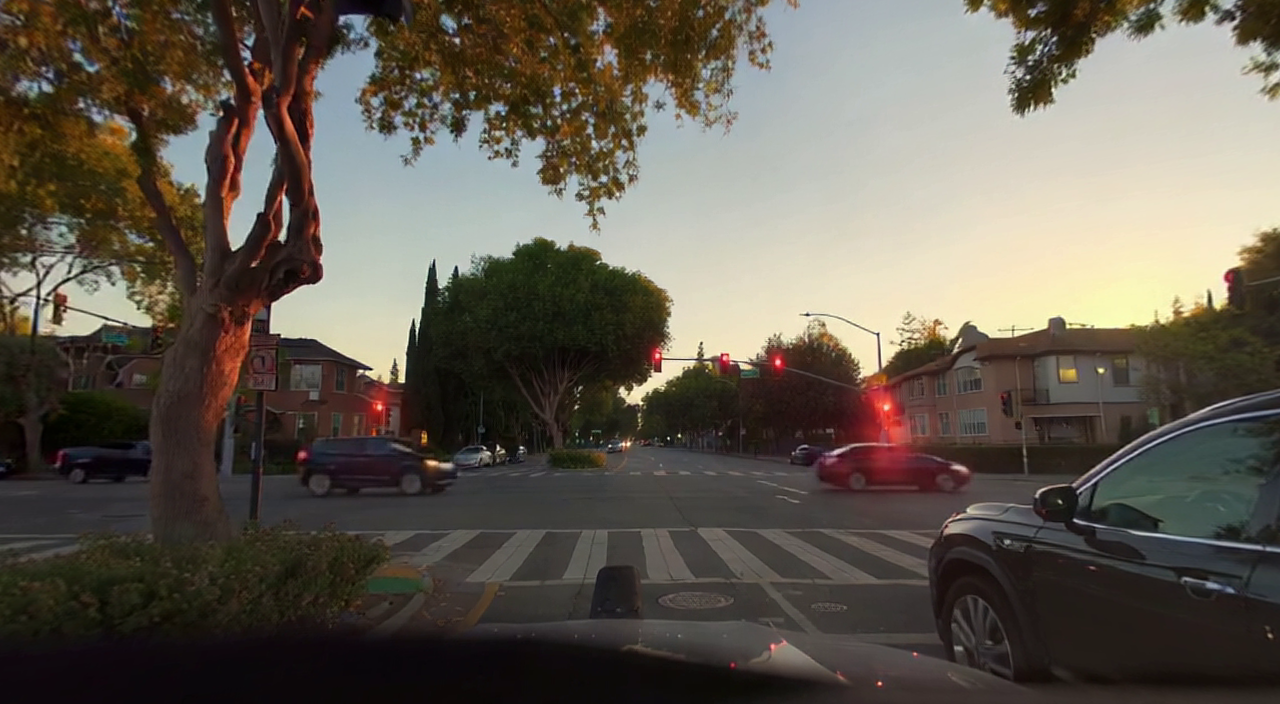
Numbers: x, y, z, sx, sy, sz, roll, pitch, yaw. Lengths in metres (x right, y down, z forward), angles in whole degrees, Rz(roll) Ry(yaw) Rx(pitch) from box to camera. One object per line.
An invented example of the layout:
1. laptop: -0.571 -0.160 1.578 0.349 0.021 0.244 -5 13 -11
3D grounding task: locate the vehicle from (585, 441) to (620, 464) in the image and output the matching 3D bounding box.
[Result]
1. vehicle: -2.459 6.713 42.266 2.046 1.491 4.118 0 -9 1

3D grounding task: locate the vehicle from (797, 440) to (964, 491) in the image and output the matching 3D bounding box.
1. vehicle: 7.557 3.598 20.206 4.537 1.501 1.950 0 -8 0

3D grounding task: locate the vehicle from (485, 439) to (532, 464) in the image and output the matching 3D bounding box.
1. vehicle: -8.989 6.859 43.640 2.028 1.654 5.027 0 -9 1

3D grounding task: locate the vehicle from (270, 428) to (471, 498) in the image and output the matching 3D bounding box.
1. vehicle: -6.887 2.884 16.582 4.332 1.682 2.025 0 -8 -1

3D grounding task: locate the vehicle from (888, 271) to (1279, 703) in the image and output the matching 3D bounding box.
1. vehicle: 2.704 0.714 1.724 2.085 1.800 4.908 0 -9 1

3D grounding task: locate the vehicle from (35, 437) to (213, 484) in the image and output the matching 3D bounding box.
1. vehicle: -18.850 3.978 23.305 4.532 1.633 2.130 1 -9 -5
